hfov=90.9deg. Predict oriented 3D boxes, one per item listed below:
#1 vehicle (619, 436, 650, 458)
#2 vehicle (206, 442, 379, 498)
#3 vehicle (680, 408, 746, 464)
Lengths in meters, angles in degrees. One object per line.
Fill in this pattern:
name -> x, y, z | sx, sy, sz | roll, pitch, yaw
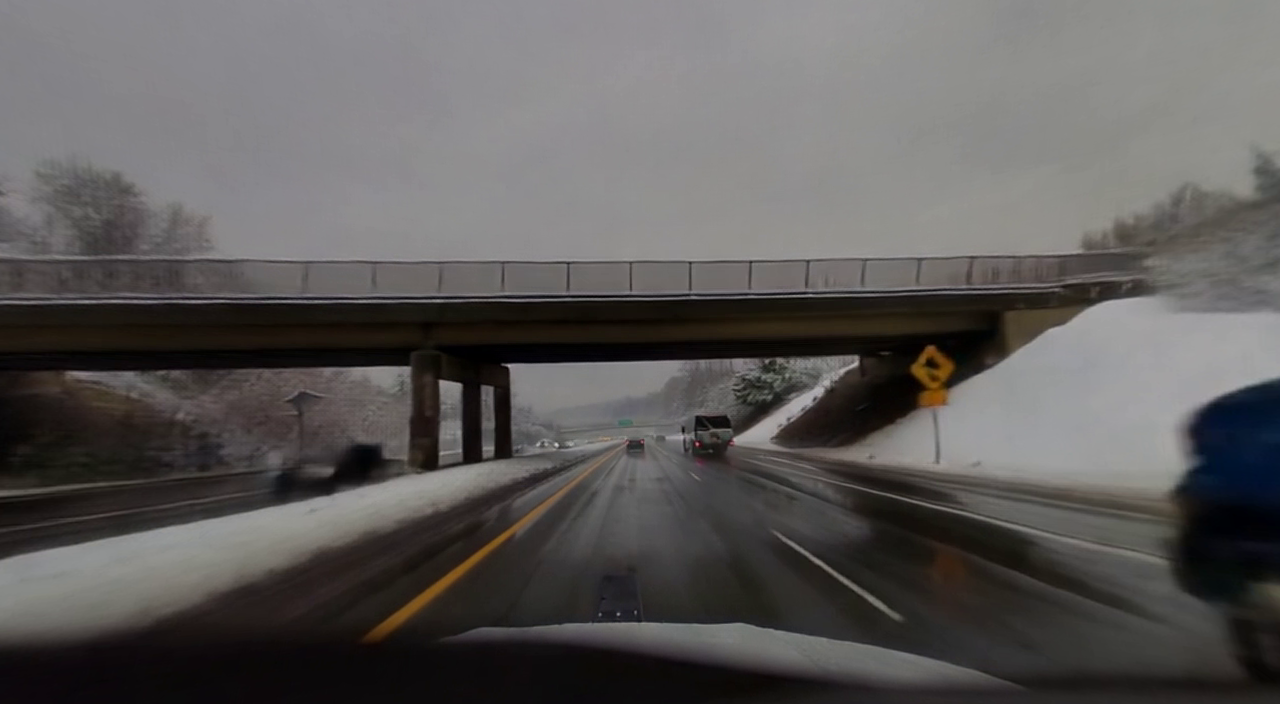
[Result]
vehicle -> -0.353, 6.269, 41.844 | 1.996, 1.325, 4.029 | 0, -8, 0
vehicle -> -8.842, 3.010, 16.600 | 2.006, 1.218, 4.520 | 0, -8, 0
vehicle -> 3.811, 4.567, 34.485 | 2.715, 2.746, 6.550 | 0, -8, -1
